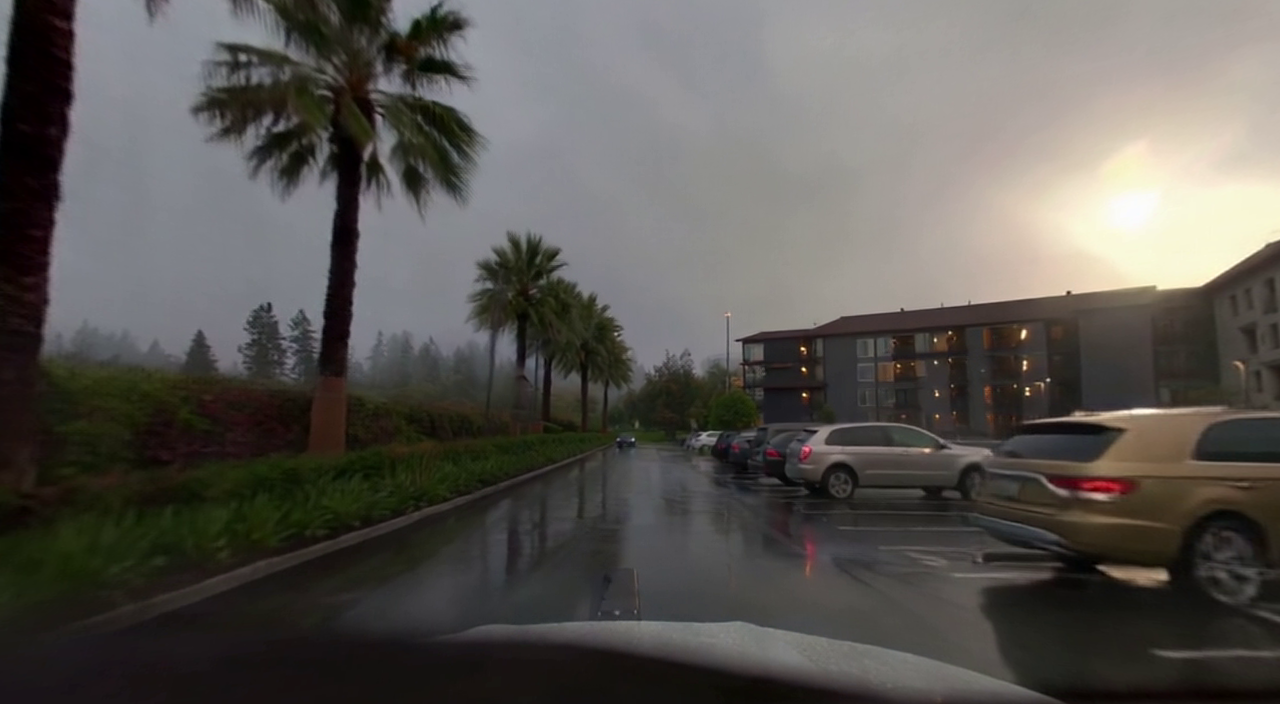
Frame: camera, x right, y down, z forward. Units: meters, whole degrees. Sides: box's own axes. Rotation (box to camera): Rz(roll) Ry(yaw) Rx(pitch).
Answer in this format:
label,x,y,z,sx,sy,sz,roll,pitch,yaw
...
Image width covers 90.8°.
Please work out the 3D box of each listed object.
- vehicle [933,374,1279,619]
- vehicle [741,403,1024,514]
label,x,y,z,sx,sy,sz,roll,pitch,yaw
vehicle,5.985,1.240,5.998,5.381,1.826,2.047,0,-8,-3
vehicle,5.320,2.372,14.558,5.639,2.033,2.172,2,-7,4
